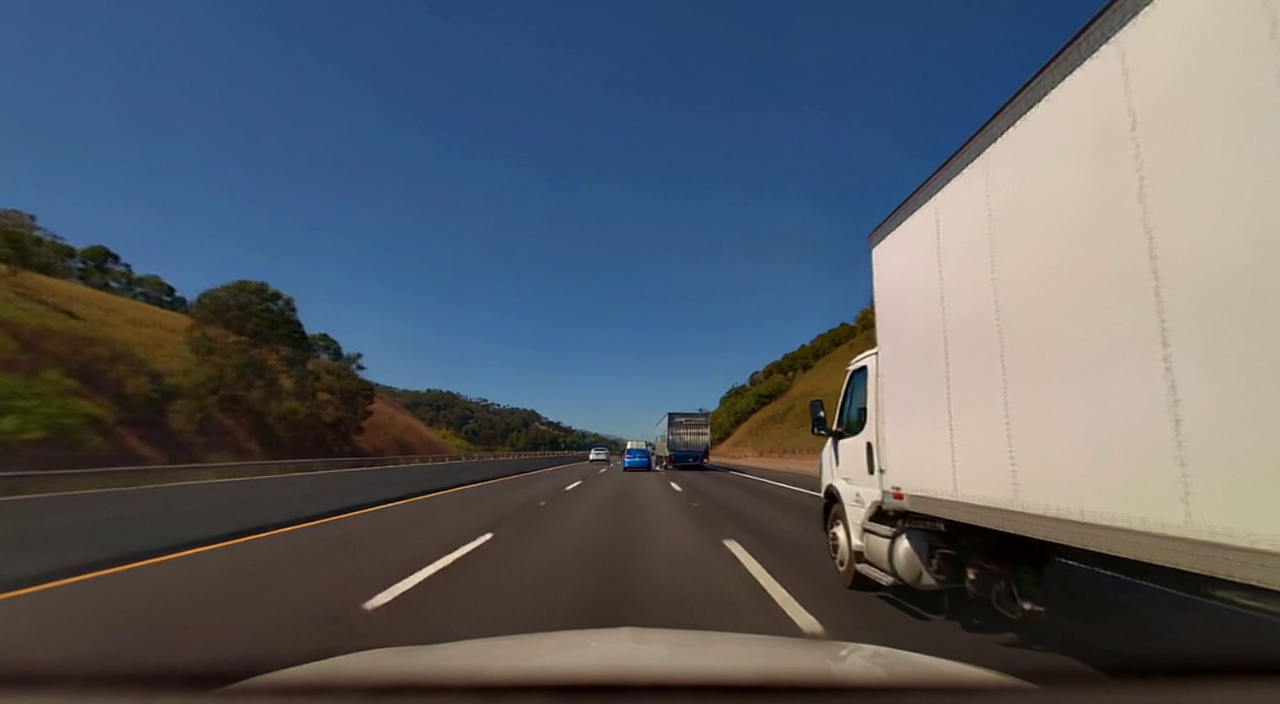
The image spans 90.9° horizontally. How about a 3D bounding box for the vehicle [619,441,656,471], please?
[{"bbox_3d":[-0.167,6.437,39.196,2.166,1.747,4.299,0,-9,0],"label":"vehicle"}]
